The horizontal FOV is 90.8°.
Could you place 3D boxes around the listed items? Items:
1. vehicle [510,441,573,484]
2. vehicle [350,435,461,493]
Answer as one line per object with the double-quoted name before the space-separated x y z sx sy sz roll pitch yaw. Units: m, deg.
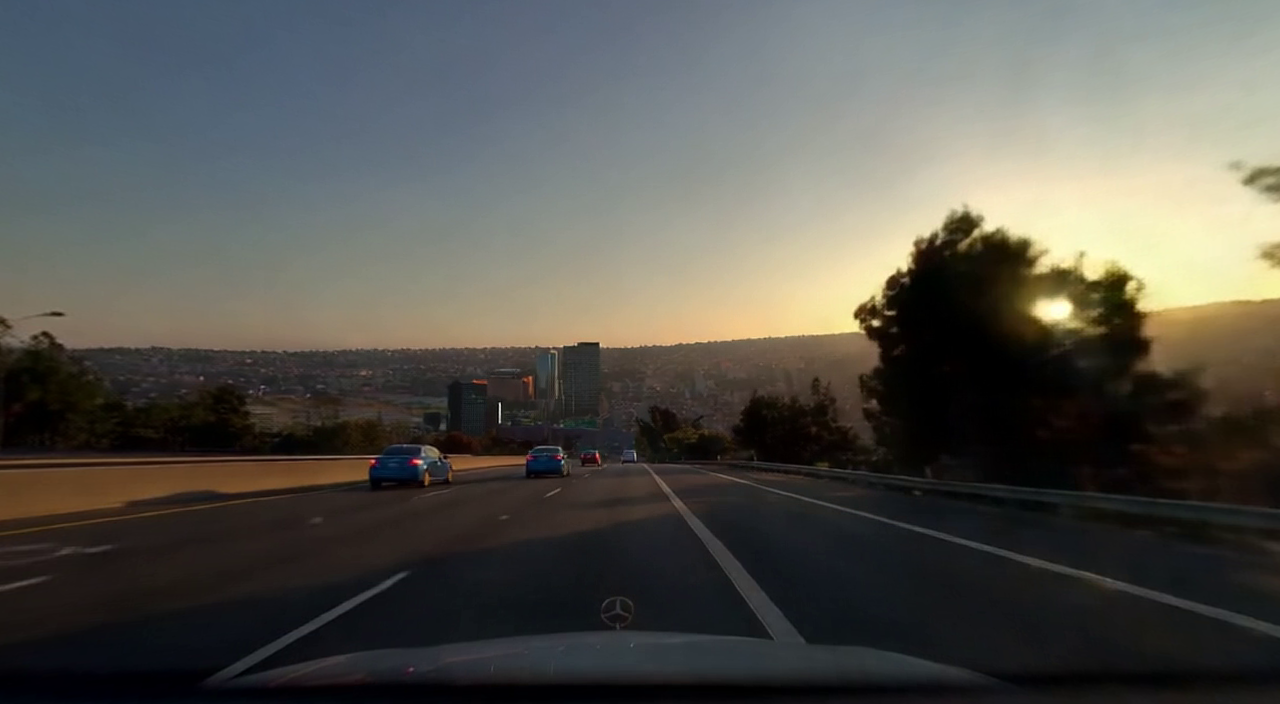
"vehicle" -4.215 4.826 27.820 2.075 1.702 4.257 0 -9 0
"vehicle" -8.143 3.931 22.515 2.040 1.824 4.917 0 -9 0
